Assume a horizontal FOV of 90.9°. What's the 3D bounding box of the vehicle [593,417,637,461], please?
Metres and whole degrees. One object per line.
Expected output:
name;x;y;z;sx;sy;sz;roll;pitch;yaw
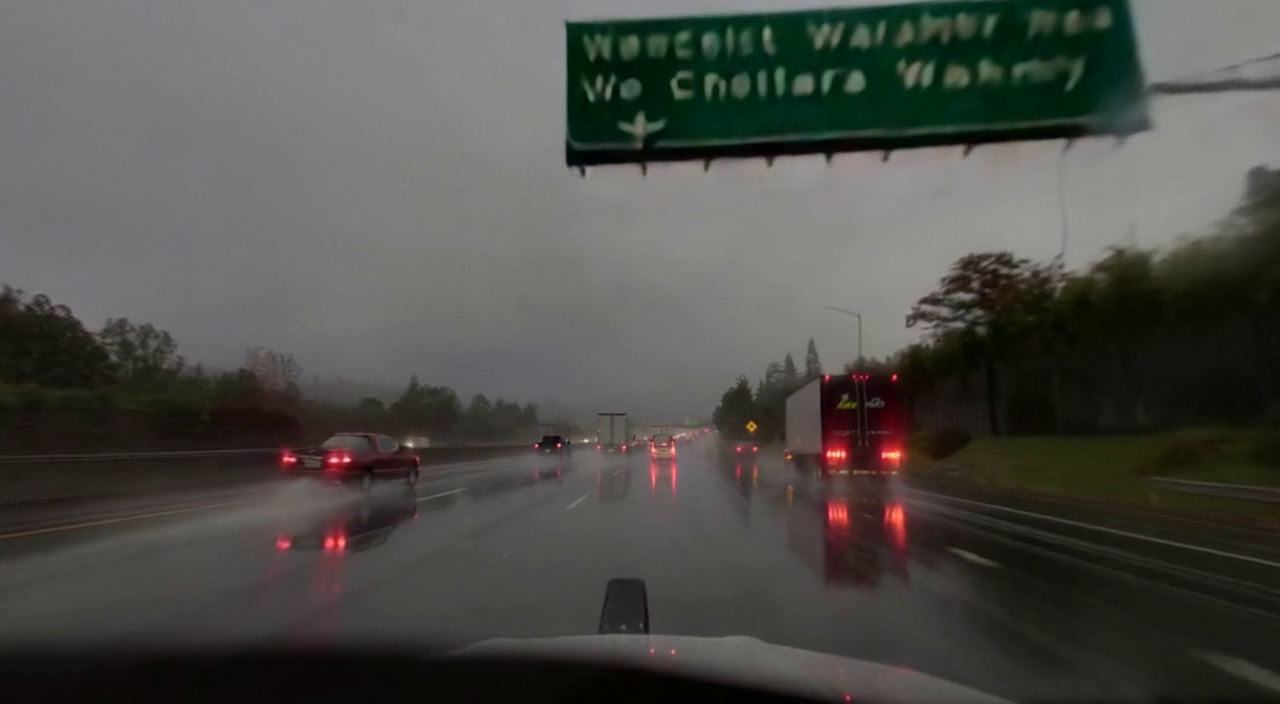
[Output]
vehicle;-1.824;6.810;49.278;2.745;3.156;7.608;0;-8;3

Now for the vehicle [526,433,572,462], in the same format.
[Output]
vehicle;-6.265;6.657;44.065;2.272;1.850;5.156;0;-8;2

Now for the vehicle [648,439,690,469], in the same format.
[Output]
vehicle;1.509;5.453;33.879;2.105;1.502;4.068;0;-8;1

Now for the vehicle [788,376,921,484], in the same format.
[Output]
vehicle;7.833;3.080;24.265;2.895;3.484;7.631;-1;-8;4

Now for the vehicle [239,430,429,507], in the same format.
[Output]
vehicle;-6.738;2.612;14.626;1.950;1.485;4.589;0;-8;2
